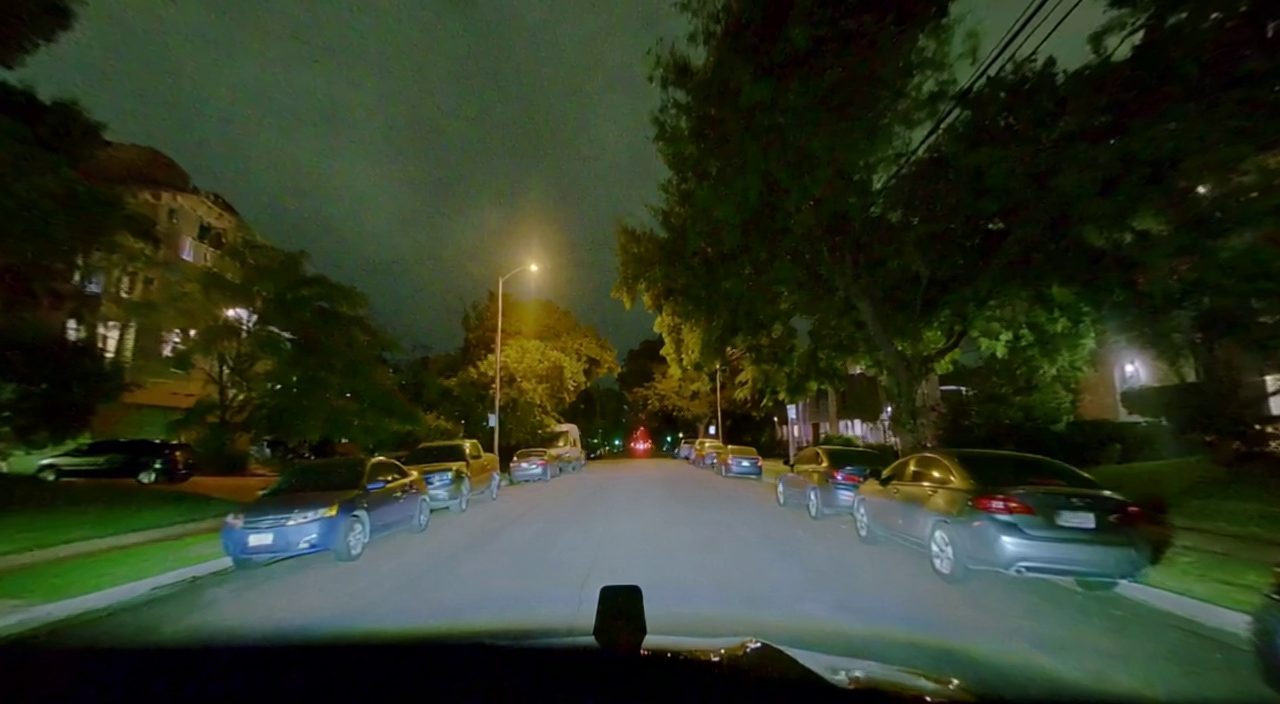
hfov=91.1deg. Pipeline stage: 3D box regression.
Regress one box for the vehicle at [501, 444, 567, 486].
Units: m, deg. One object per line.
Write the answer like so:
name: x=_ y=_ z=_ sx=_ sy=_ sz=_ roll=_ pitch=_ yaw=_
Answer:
vehicle: x=-4.639 y=5.016 z=28.255 sx=2.023 sy=1.568 sz=4.942 roll=-3 pitch=-9 yaw=1

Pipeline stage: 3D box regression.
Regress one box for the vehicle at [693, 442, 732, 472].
vehicle: x=4.254 y=6.193 z=37.343 sx=1.839 sy=1.520 sz=4.498 roll=3 pitch=-8 yaw=1

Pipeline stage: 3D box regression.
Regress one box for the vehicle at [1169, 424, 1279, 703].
vehicle: x=3.968 y=0.882 z=1.134 sx=1.893 sy=1.500 sz=4.830 roll=3 pitch=-8 yaw=1

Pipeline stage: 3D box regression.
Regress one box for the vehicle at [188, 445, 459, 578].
vehicle: x=-4.604 y=2.325 z=10.146 sx=2.008 sy=1.524 sz=4.602 roll=-1 pitch=-8 yaw=0

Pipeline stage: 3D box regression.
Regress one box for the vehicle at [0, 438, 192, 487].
vehicle: x=-17.442 y=3.519 z=20.120 sx=4.573 sy=1.460 sz=2.022 roll=0 pitch=-8 yaw=0

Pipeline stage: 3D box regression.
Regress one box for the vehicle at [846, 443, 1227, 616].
vehicle: x=4.205 y=1.881 z=7.733 sx=1.852 sy=1.487 sz=4.327 roll=0 pitch=-8 yaw=0

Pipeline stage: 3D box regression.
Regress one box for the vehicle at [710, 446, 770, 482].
vehicle: x=4.303 y=4.861 z=27.544 sx=1.846 sy=1.351 sz=4.272 roll=3 pitch=-8 yaw=-1

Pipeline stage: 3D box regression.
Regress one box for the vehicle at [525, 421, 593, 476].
vehicle: x=-4.277 y=5.241 z=34.234 sx=2.470 sy=2.613 sz=5.989 roll=-4 pitch=-9 yaw=4
